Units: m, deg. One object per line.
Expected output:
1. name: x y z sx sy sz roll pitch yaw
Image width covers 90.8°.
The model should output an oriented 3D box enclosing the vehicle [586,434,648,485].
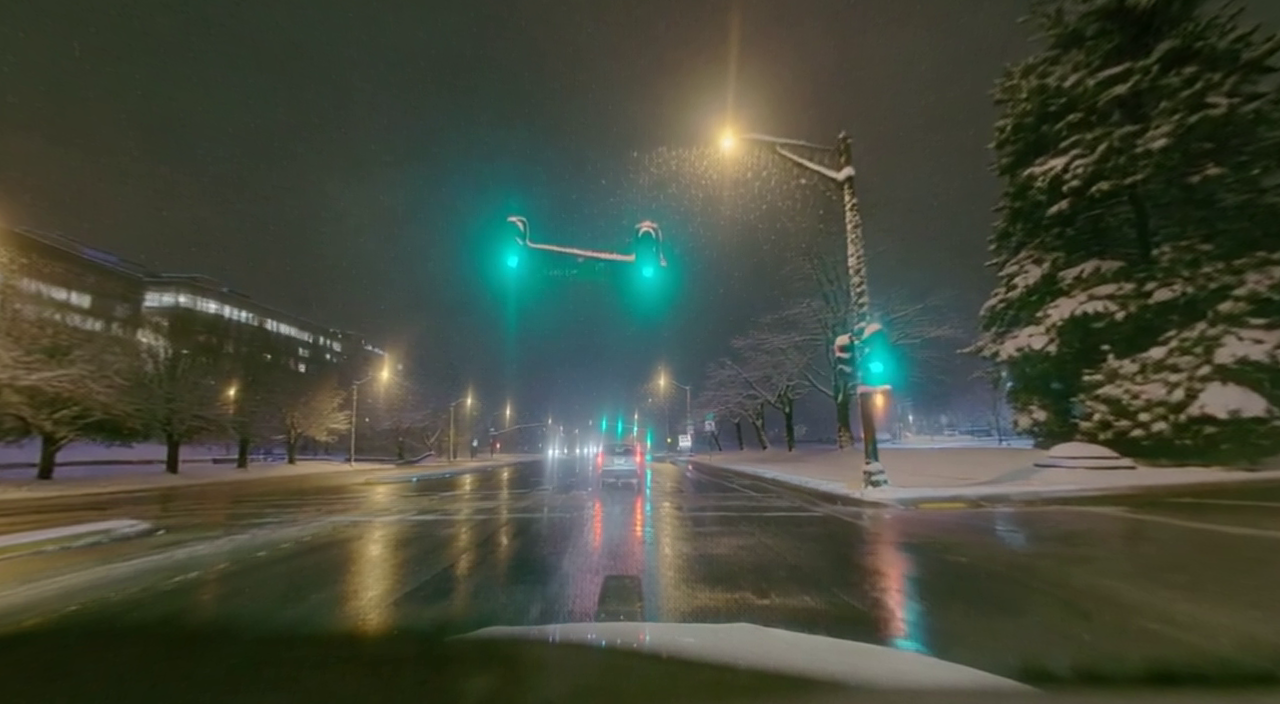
1. vehicle: -0.833 3.986 23.695 2.130 1.711 4.038 0 -9 -1
